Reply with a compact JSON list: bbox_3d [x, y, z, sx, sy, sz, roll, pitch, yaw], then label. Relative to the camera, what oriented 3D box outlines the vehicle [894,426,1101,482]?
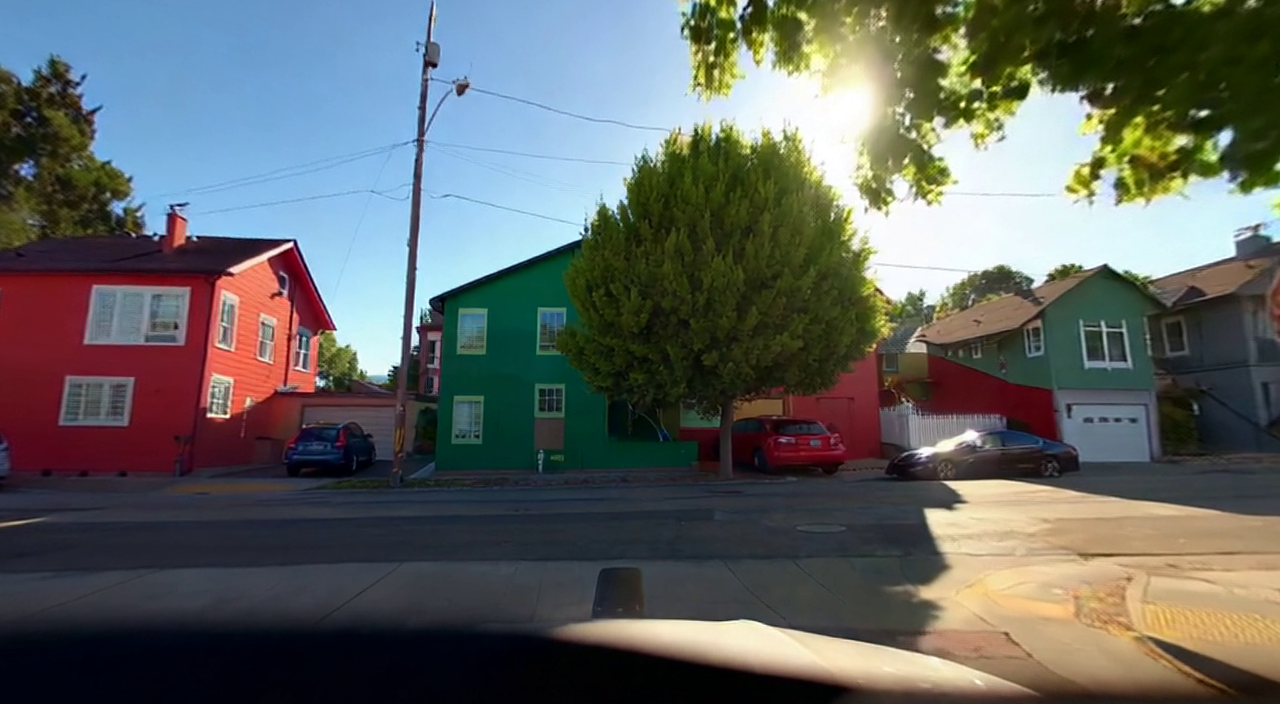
[{"bbox_3d":[10.009,2.902,17.929,4.644,1.482,1.997,0,-9,0],"label":"vehicle"}]

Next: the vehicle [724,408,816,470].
[{"bbox_3d":[4.336,2.958,21.801,2.081,1.891,4.367,0,-6,-2],"label":"vehicle"}]

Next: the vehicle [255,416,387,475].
[{"bbox_3d":[-10.483,3.154,21.184,2.091,1.760,4.760,0,-9,-2],"label":"vehicle"}]

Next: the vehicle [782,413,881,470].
[{"bbox_3d":[6.517,3.118,21.957,2.053,1.756,4.034,0,-8,-2],"label":"vehicle"}]
